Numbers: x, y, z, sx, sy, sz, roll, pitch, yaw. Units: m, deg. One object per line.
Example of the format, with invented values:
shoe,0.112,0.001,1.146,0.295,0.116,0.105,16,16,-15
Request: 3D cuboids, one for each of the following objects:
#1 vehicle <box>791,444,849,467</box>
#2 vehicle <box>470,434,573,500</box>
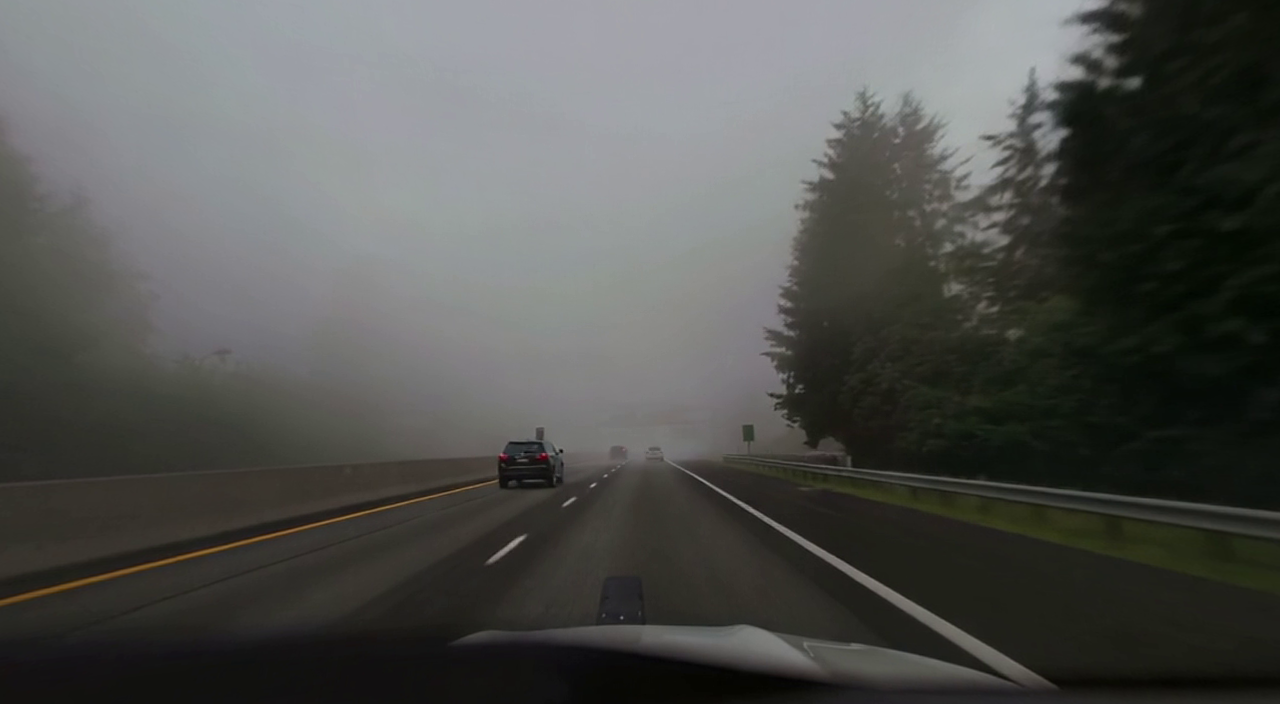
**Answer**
vehicle,13.590,7.833,47.827,2.021,1.639,4.203,3,-9,-22
vehicle,-3.200,3.212,18.002,2.037,1.638,4.274,0,-8,1
